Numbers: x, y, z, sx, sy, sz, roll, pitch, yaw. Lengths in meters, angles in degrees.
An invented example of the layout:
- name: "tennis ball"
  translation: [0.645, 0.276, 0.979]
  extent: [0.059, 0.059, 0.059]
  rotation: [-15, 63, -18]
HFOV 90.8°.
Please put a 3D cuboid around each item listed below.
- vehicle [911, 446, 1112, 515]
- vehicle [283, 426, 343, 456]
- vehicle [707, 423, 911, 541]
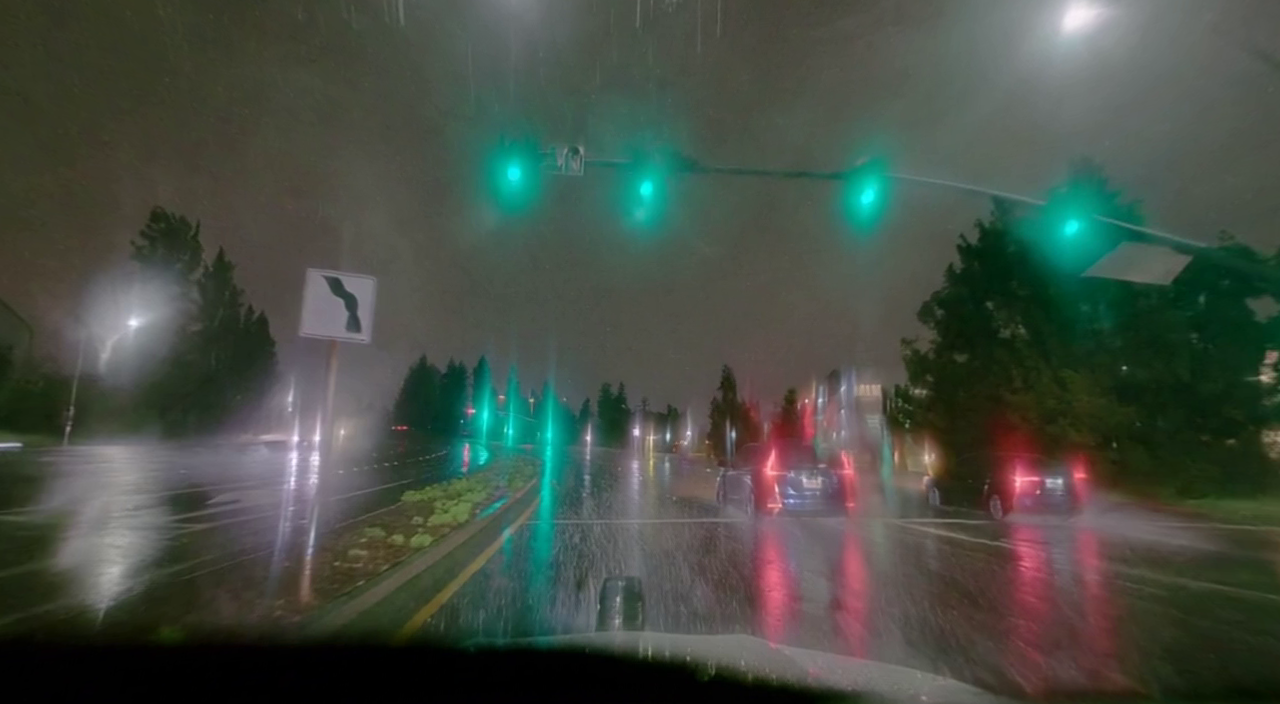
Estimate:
- name: "vehicle"
  translation: [9.095, 3.143, 16.074]
  extent: [1.940, 1.460, 4.652]
  rotation: [2, -8, -6]
- name: "vehicle"
  translation: [-18.655, 5.112, 36.309]
  extent: [2.206, 1.583, 4.539]
  rotation: [3, -9, -17]
- name: "vehicle"
  translation: [2.670, 2.193, 11.355]
  extent: [2.122, 1.646, 4.525]
  rotation: [1, -8, -4]
